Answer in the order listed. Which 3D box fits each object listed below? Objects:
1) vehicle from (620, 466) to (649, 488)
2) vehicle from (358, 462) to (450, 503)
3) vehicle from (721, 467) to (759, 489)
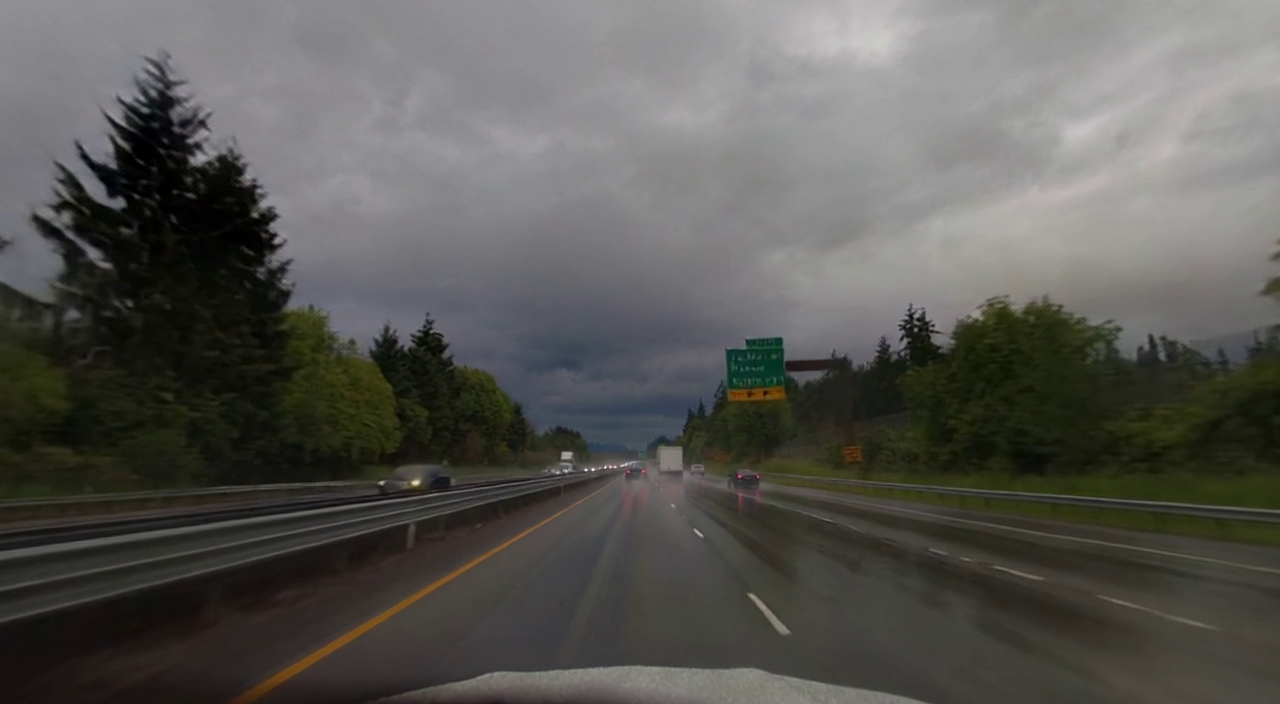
[{"bbox_3d":[-0.419,9.082,45.848,2.025,1.452,3.927,1,-10,-1],"label":"vehicle"},{"bbox_3d":[-9.701,5.409,26.304,2.098,1.510,4.343,1,-10,1],"label":"vehicle"},{"bbox_3d":[7.226,9.183,46.047,1.977,1.494,4.311,1,-10,-2],"label":"vehicle"}]
